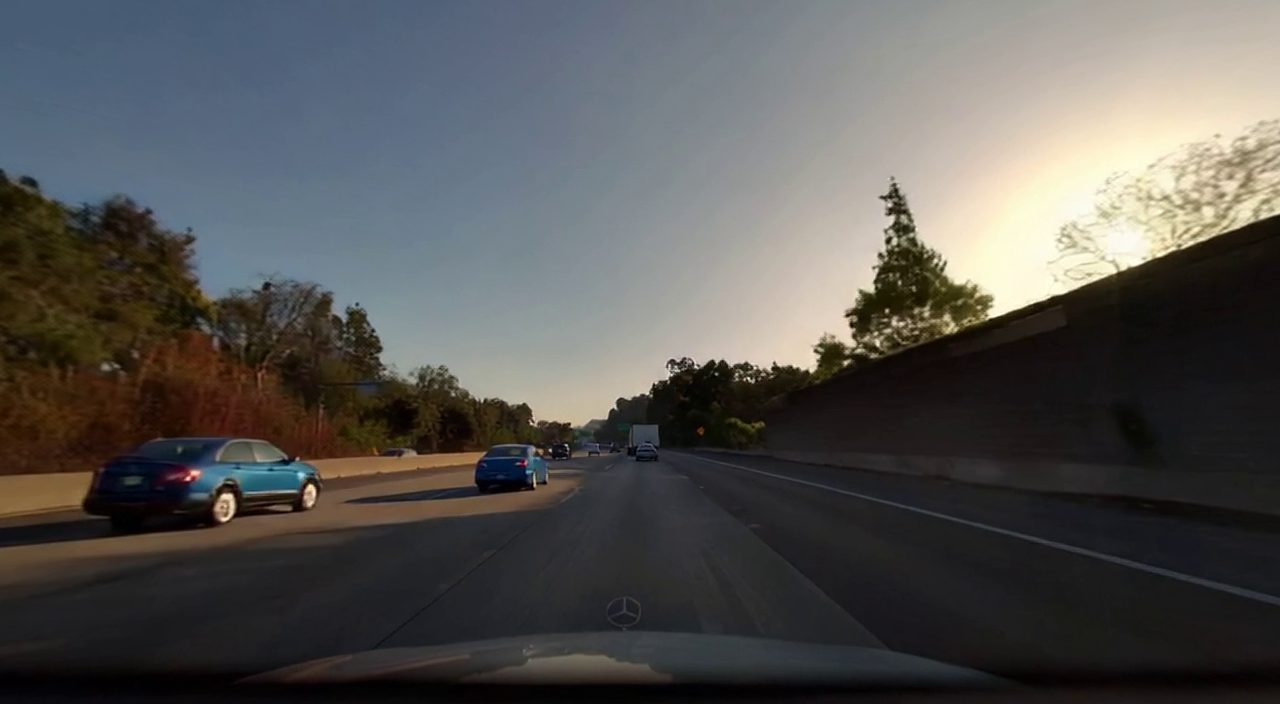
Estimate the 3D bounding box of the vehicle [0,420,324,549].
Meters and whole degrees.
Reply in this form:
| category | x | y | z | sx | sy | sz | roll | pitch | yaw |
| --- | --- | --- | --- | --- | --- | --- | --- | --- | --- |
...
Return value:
| category | x | y | z | sx | sy | sz | roll | pitch | yaw |
| --- | --- | --- | --- | --- | --- | --- | --- | --- | --- |
| vehicle | -7.697 | 2.099 | 10.698 | 2.189 | 1.673 | 4.699 | 0 | -9 | 0 |

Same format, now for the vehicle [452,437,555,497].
| category | x | y | z | sx | sy | sz | roll | pitch | yaw |
| --- | --- | --- | --- | --- | --- | --- | --- | --- | --- |
| vehicle | -3.801 | 3.272 | 18.348 | 2.000 | 1.512 | 4.371 | 0 | -9 | 0 |

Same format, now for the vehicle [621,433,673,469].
| category | x | y | z | sx | sy | sz | roll | pitch | yaw |
| --- | --- | --- | --- | --- | --- | --- | --- | --- | --- |
| vehicle | 0.336 | 5.872 | 37.390 | 2.856 | 1.994 | 4.931 | 0 | -9 | -1 |

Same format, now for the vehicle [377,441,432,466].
| category | x | y | z | sx | sy | sz | roll | pitch | yaw |
| --- | --- | --- | --- | --- | --- | --- | --- | --- | --- |
| vehicle | -16.970 | 7.332 | 45.640 | 2.081 | 1.639 | 4.832 | 0 | -9 | 1 |
